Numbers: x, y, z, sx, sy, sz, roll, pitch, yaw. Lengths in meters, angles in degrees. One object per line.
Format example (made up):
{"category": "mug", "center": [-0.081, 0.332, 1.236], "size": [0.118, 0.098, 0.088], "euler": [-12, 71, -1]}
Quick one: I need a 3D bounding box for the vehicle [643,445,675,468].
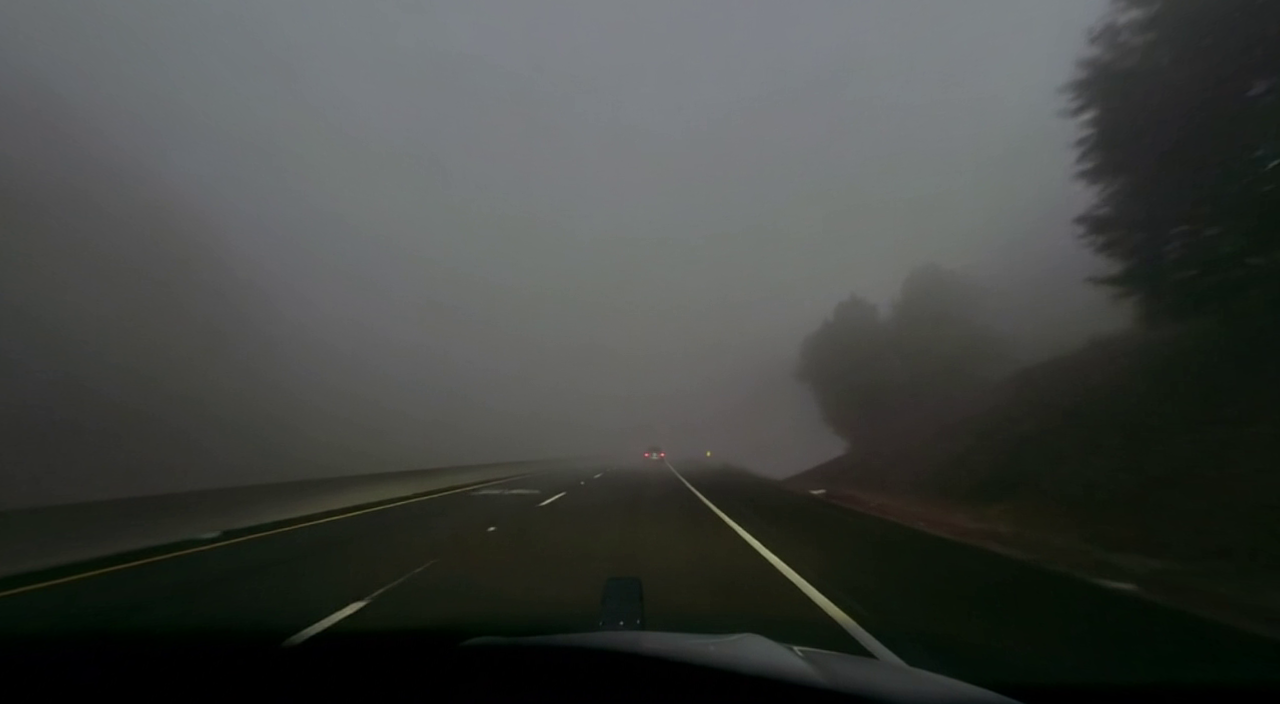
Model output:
{"category": "vehicle", "center": [1.405, 7.781, 46.988], "size": [2.221, 1.603, 4.149], "euler": [-1, -9, 2]}
